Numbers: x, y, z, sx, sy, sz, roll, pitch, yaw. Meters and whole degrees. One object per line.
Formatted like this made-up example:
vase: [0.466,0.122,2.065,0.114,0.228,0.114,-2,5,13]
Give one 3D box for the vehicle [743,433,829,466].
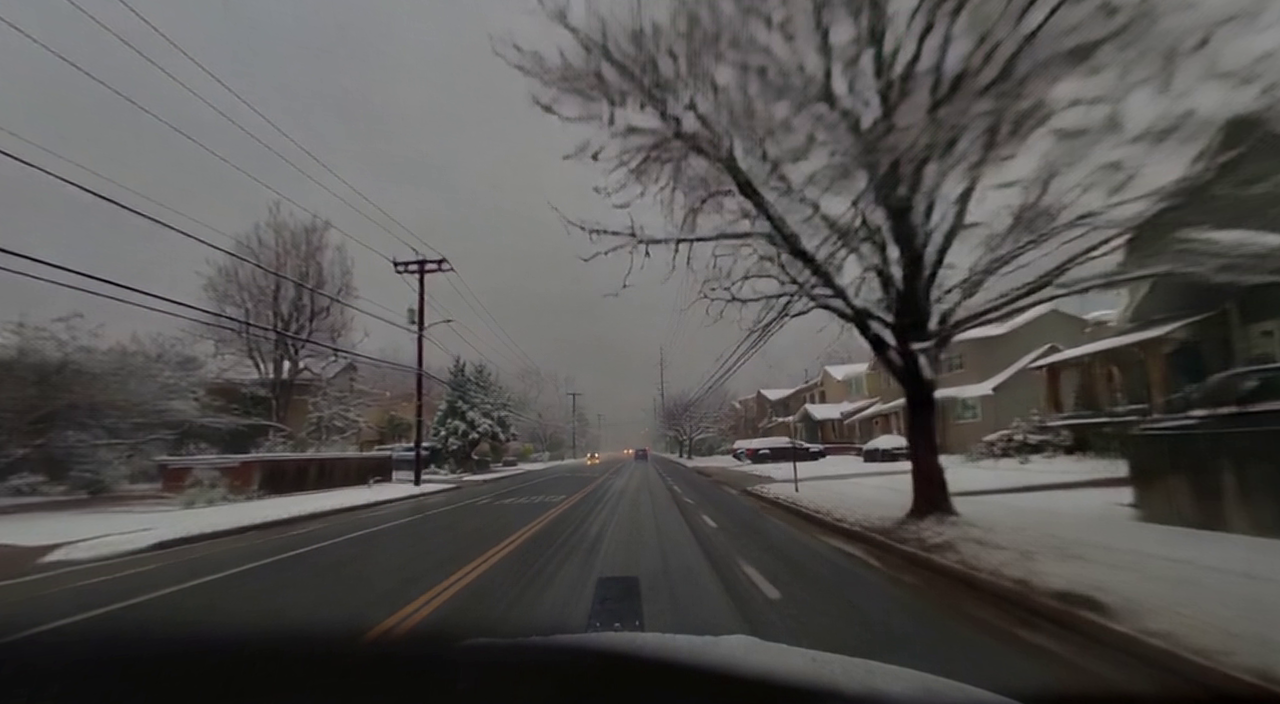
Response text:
vehicle: [8.948,6.012,38.987,4.747,1.942,2.158,0,-9,0]
